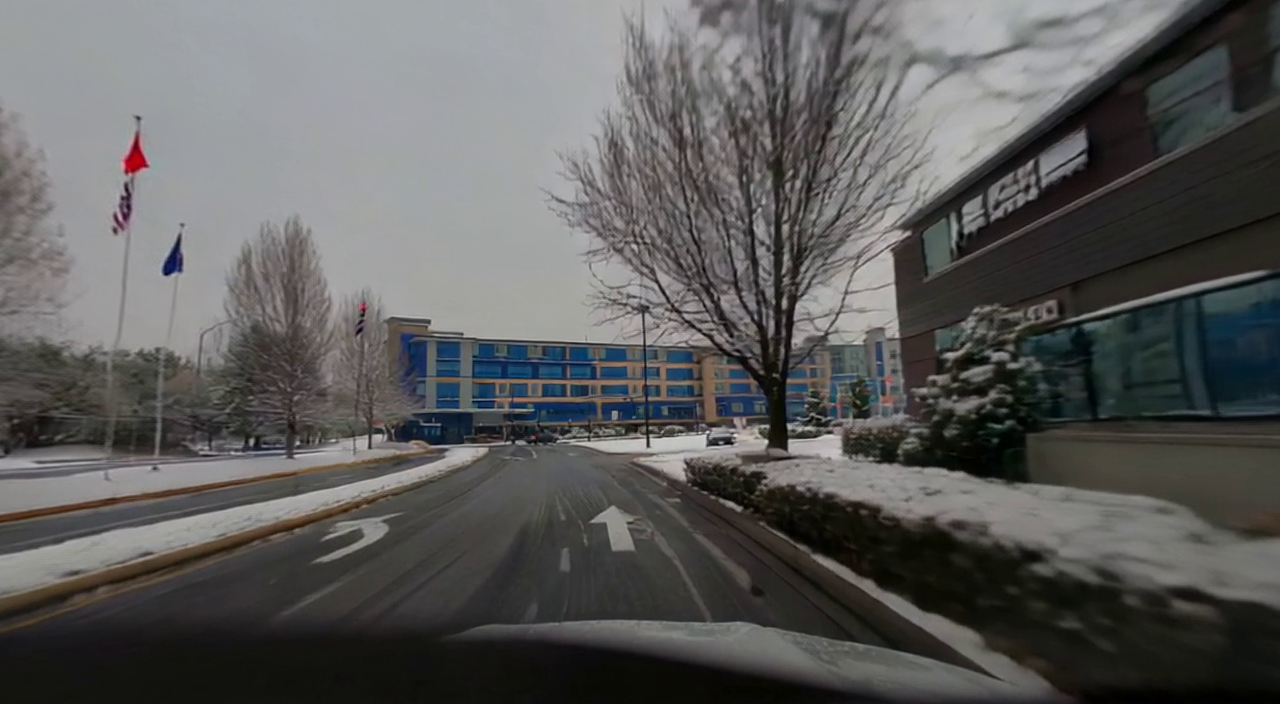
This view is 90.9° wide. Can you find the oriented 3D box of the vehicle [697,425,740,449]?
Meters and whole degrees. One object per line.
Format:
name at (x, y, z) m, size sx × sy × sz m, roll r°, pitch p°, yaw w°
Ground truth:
vehicle at (5.288, 5.791, 42.854) m, size 1.769 × 1.516 × 3.520 m, roll 0°, pitch -8°, yaw -13°
